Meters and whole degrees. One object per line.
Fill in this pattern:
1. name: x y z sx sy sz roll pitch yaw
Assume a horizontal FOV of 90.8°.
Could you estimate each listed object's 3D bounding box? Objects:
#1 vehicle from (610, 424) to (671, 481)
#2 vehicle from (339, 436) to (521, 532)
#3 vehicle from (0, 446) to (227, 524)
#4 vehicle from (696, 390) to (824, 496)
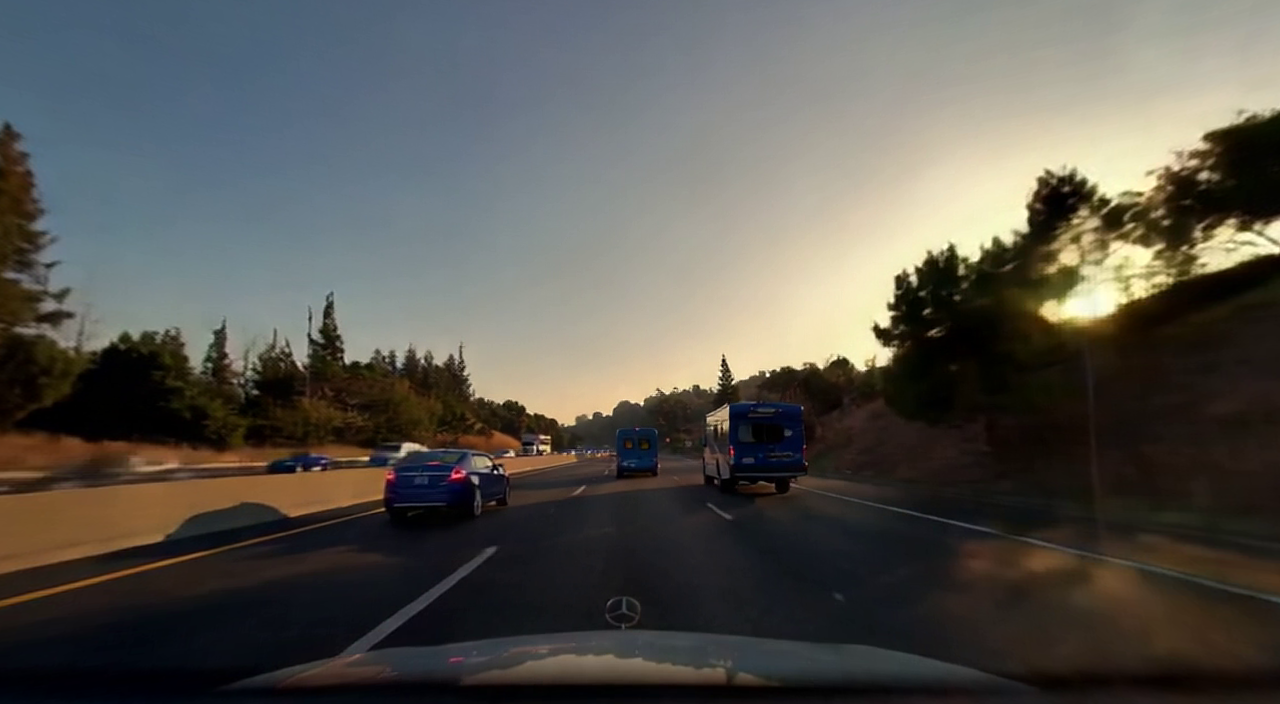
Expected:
1. vehicle: -0.004 4.496 28.414 2.524 2.310 4.986 0 -9 0
2. vehicle: -3.760 2.455 12.334 1.959 1.502 4.559 0 -9 0
3. vehicle: -11.716 2.864 14.155 1.934 1.453 4.281 0 -9 1
4. vehicle: 3.638 3.074 21.164 2.607 2.910 7.252 0 -9 -2
